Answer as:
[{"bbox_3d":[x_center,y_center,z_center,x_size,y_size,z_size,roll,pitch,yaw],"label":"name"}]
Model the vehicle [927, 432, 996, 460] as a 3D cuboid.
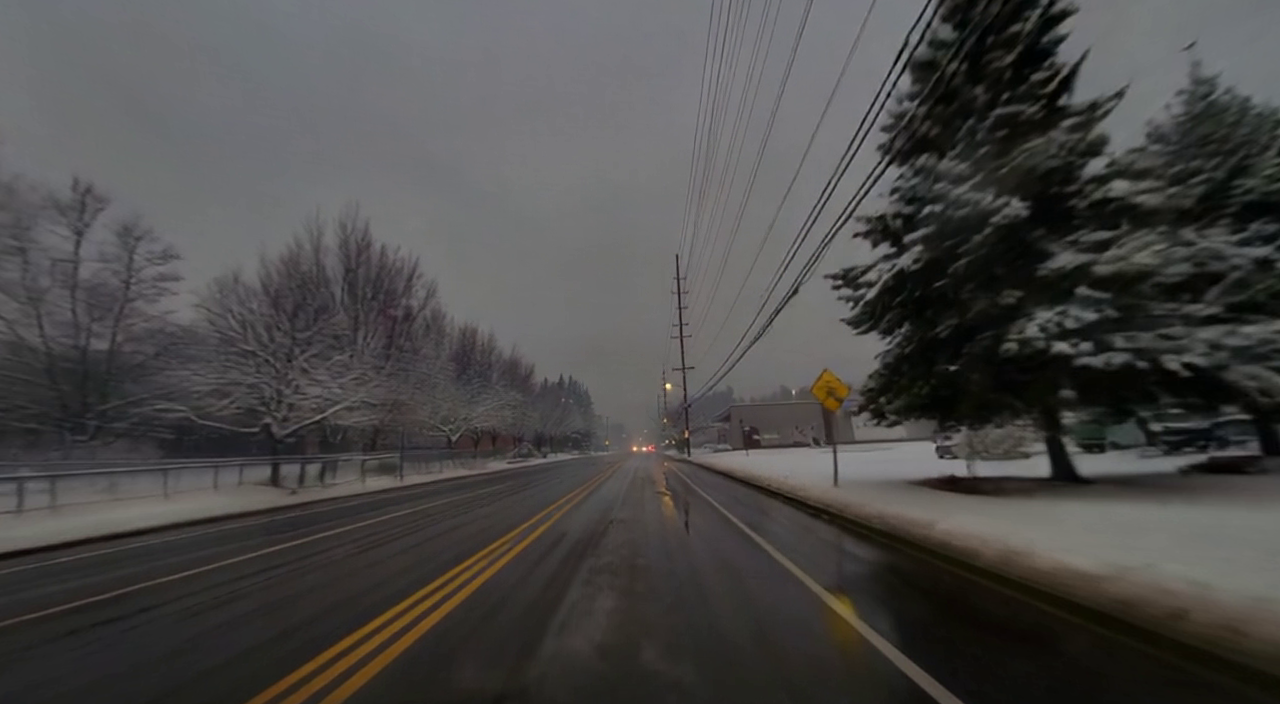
[{"bbox_3d":[18.729,5.501,36.905,1.875,1.440,3.925,-4,-8,-1],"label":"vehicle"}]
